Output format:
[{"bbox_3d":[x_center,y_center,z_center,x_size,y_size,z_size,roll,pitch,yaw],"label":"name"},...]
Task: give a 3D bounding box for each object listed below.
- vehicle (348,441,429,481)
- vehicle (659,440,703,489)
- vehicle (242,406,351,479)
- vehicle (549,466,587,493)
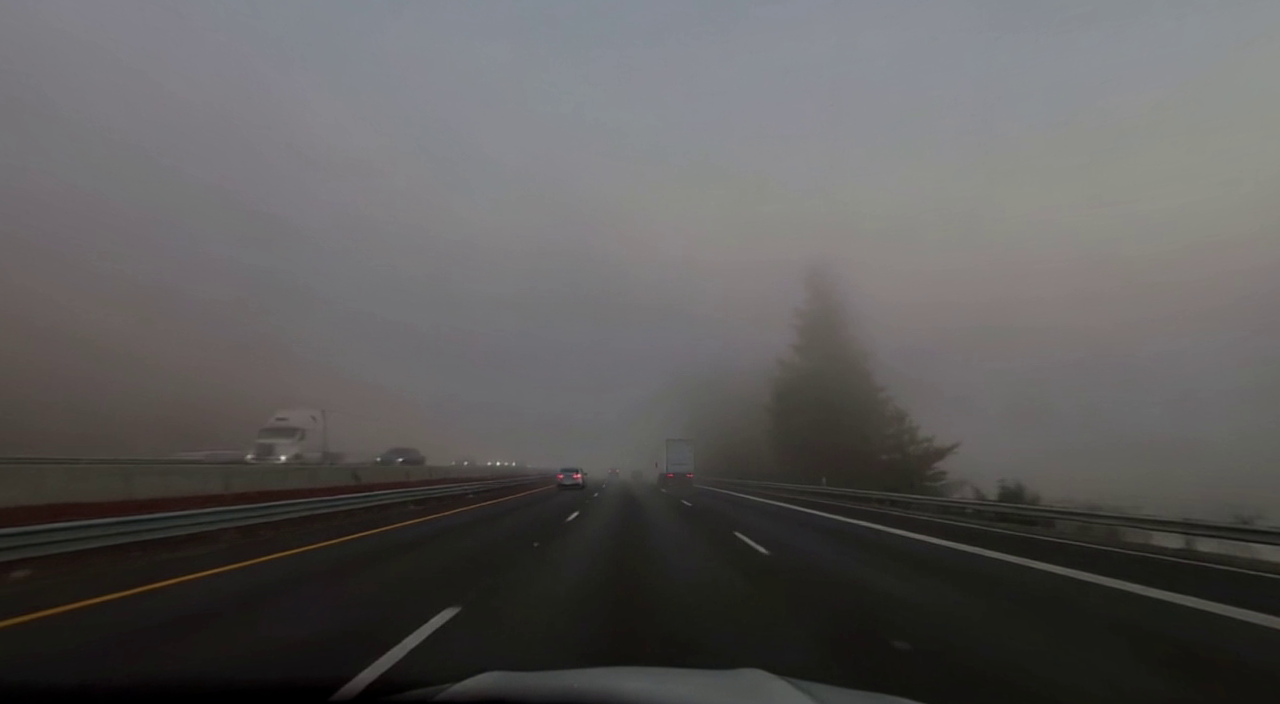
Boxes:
[{"bbox_3d":[-12.345,5.433,31.324,2.058,1.786,4.890,1,-11,-1],"label":"vehicle"},{"bbox_3d":[3.069,8.839,49.488,2.738,3.456,7.520,1,-11,-2],"label":"vehicle"},{"bbox_3d":[-19.966,5.426,37.081,2.956,3.885,5.850,1,-11,-1],"label":"vehicle"},{"bbox_3d":[-4.209,7.510,37.244,1.868,1.485,3.770,1,-11,-1],"label":"vehicle"}]
